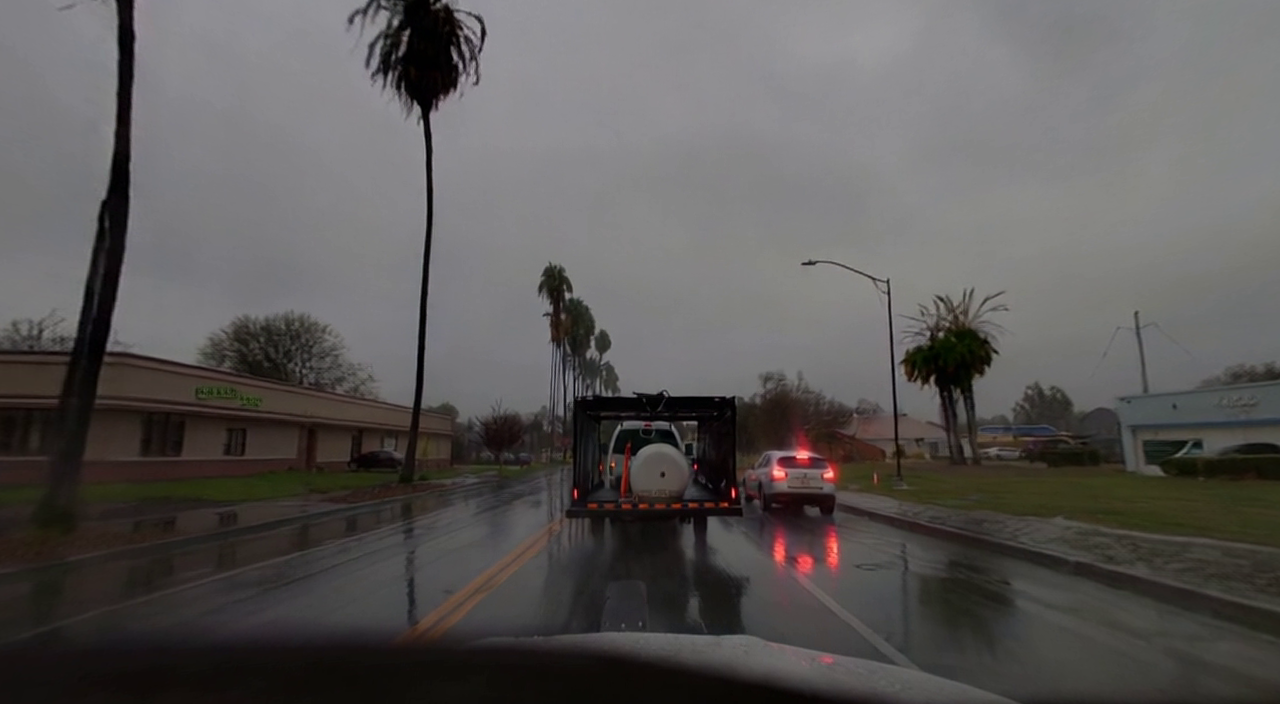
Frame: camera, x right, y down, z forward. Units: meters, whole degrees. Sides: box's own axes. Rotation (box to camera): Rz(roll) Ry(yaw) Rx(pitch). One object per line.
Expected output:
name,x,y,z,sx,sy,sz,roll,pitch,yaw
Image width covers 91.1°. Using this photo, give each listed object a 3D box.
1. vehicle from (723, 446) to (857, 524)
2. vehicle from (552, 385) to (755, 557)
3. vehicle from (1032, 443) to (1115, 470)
vehicle,3.198,2.908,14.330,2.010,1.499,4.107,0,-9,0
vehicle,0.187,2.093,11.800,2.728,2.305,6.506,0,-9,0
vehicle,28.529,6.864,41.500,4.193,1.633,1.928,-4,-9,26
